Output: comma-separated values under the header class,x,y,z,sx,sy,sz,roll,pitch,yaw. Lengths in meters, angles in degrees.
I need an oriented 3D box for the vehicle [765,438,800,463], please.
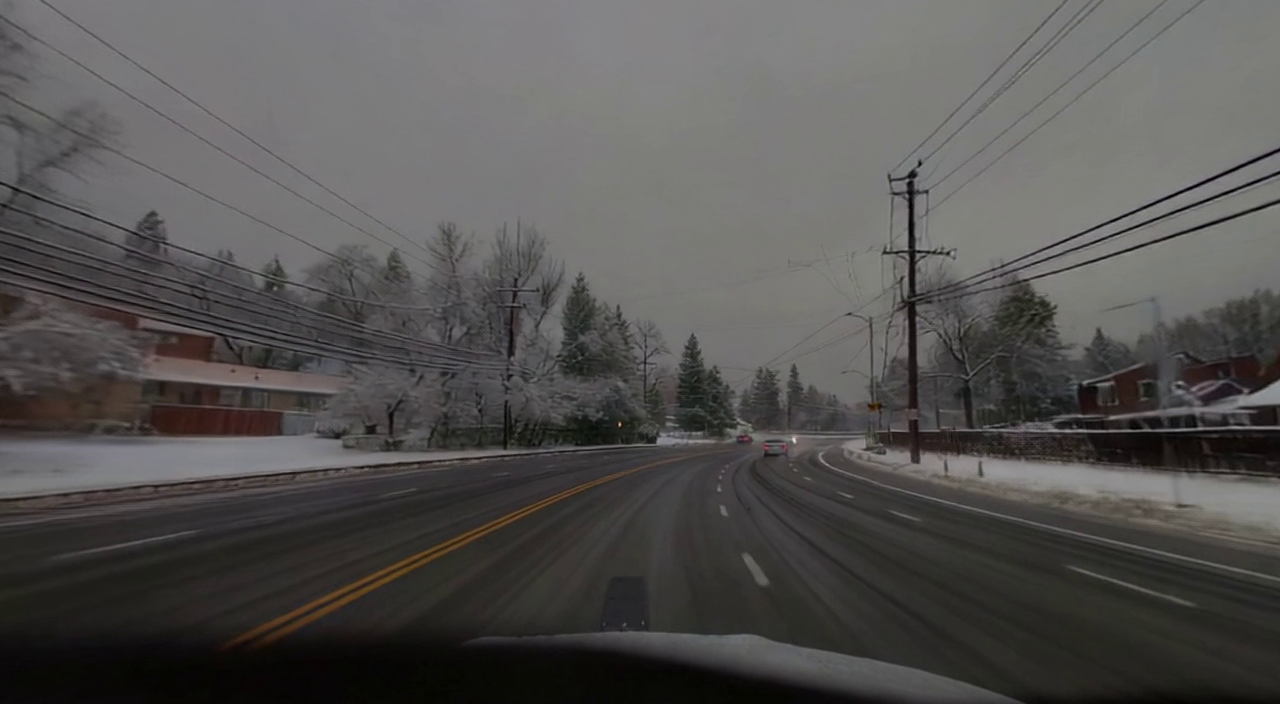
class,x,y,z,sx,sy,sz,roll,pitch,yaw
vehicle,8.938,6.137,39.340,1.982,1.451,4.152,-2,-9,13
